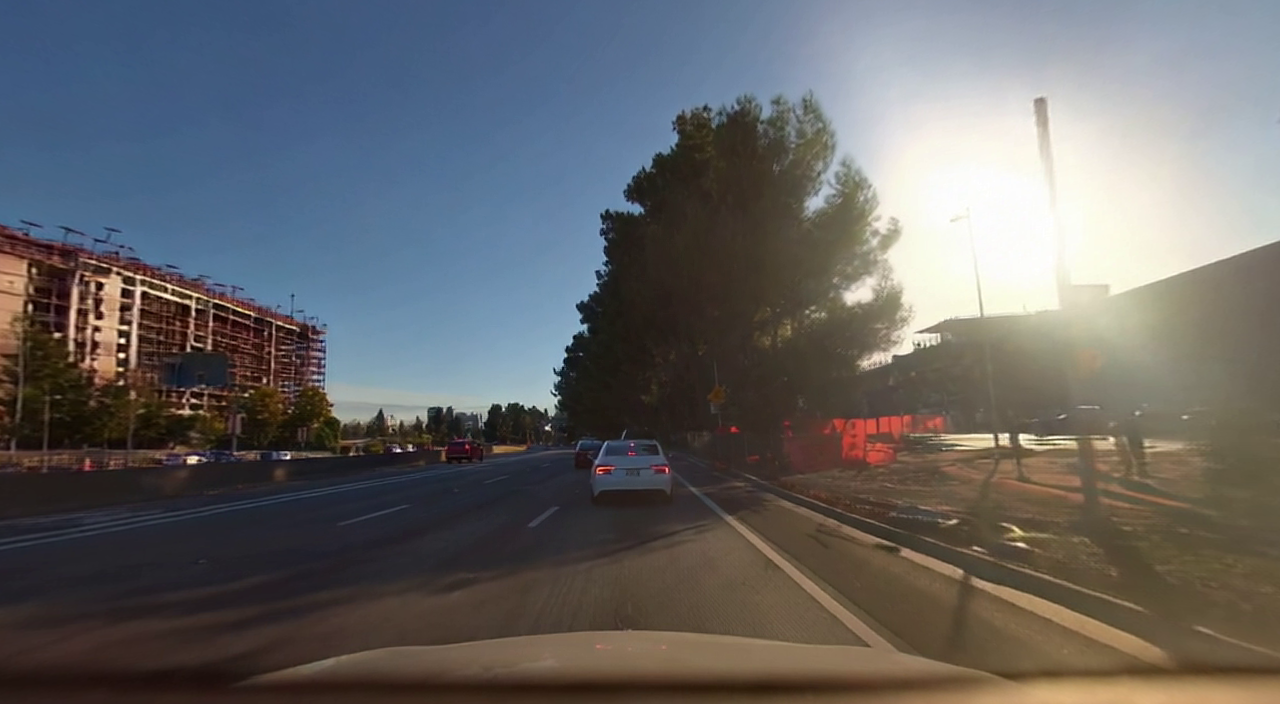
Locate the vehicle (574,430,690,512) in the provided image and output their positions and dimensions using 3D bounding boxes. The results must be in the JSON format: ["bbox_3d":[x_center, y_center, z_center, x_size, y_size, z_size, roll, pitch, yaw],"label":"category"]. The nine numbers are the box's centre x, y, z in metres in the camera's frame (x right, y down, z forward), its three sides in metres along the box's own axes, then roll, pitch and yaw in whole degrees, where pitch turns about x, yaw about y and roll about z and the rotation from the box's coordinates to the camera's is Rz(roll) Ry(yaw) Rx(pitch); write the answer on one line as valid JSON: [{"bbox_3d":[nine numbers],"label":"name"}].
[{"bbox_3d":[-0.143,2.489,13.618,2.112,1.482,4.076,0,-8,0],"label":"vehicle"}]

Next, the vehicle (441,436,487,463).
[{"bbox_3d":[-10.369,5.702,36.916,2.072,1.465,4.394,3,-9,-22],"label":"vehicle"}]

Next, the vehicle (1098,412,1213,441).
[{"bbox_3d":[27.809,4.077,34.117,4.455,1.494,1.926,0,-9,1],"label":"vehicle"}]
